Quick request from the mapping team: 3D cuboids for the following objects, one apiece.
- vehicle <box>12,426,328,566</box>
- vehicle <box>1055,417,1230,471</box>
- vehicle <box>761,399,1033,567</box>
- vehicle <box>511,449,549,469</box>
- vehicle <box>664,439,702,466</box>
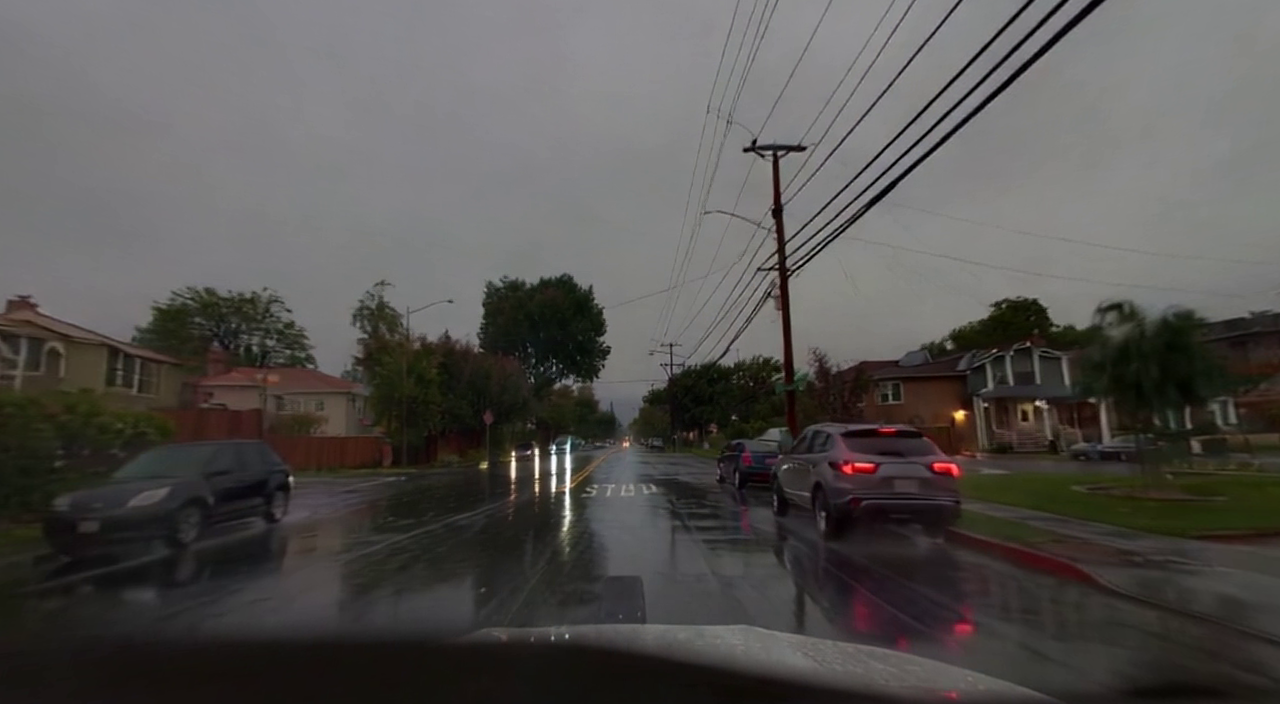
[{"bbox_3d":[-7.281,2.312,10.559,1.980,1.664,4.342,-5,-11,0],"label":"vehicle"},{"bbox_3d":[19.209,3.534,24.367,4.826,1.933,2.166,1,-8,1],"label":"vehicle"},{"bbox_3d":[3.177,1.723,8.988,1.993,1.778,4.311,0,-9,0],"label":"vehicle"},{"bbox_3d":[-7.501,7.357,43.563,1.926,1.307,3.909,0,-9,0],"label":"vehicle"},{"bbox_3d":[2.828,6.747,42.451,2.114,1.708,4.474,0,-9,-1],"label":"vehicle"}]
